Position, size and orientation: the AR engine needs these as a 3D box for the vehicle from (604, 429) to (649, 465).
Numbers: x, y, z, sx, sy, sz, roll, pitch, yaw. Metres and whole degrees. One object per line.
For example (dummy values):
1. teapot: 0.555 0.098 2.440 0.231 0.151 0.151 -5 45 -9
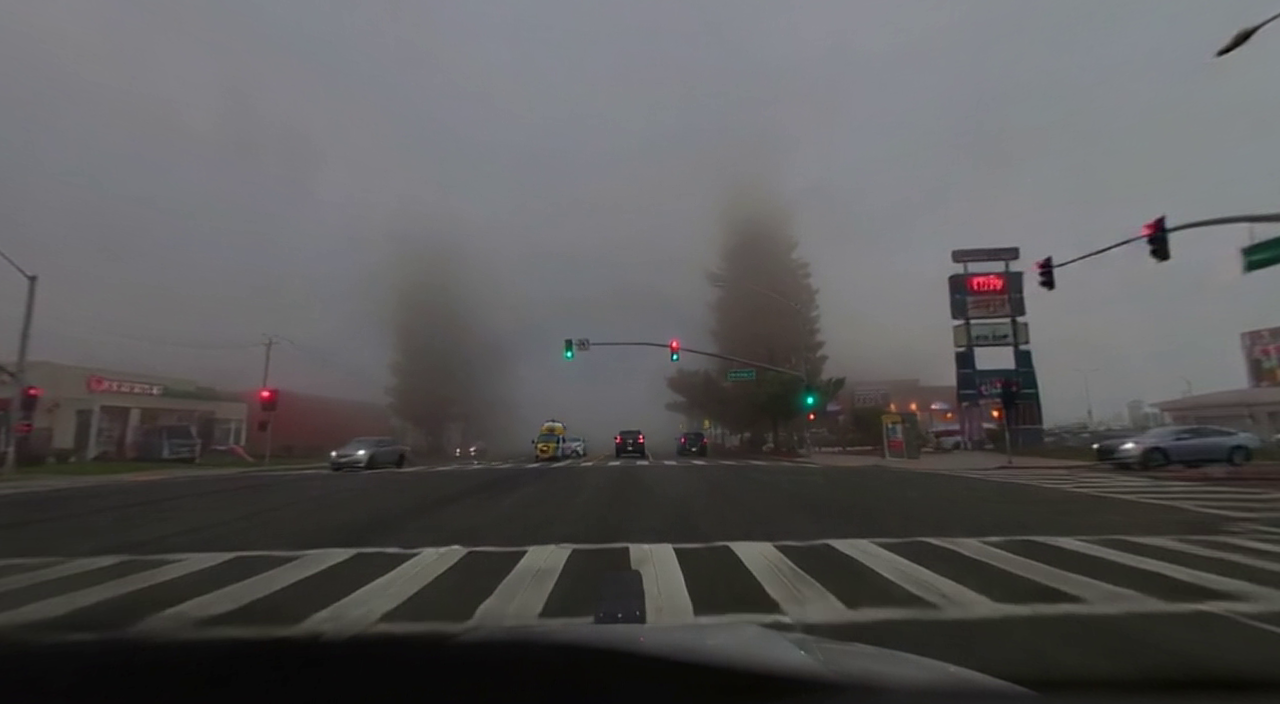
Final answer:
1. vehicle: -0.663 4.896 32.773 2.177 1.754 3.815 0 -8 0

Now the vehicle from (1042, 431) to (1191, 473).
1. vehicle: 19.329 4.071 25.815 4.448 1.611 2.065 1 -8 -4

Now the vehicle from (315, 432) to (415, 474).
1. vehicle: -13.353 4.934 31.243 2.287 1.874 5.798 0 -8 0

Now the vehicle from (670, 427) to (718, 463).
1. vehicle: 3.039 5.403 36.967 2.190 1.913 5.174 0 -8 -2

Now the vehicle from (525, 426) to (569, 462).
1. vehicle: -5.716 5.742 39.600 2.072 2.107 4.723 0 -8 -1

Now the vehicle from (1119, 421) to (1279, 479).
1. vehicle: 18.610 3.120 20.330 4.685 1.704 2.118 0 -8 -2
